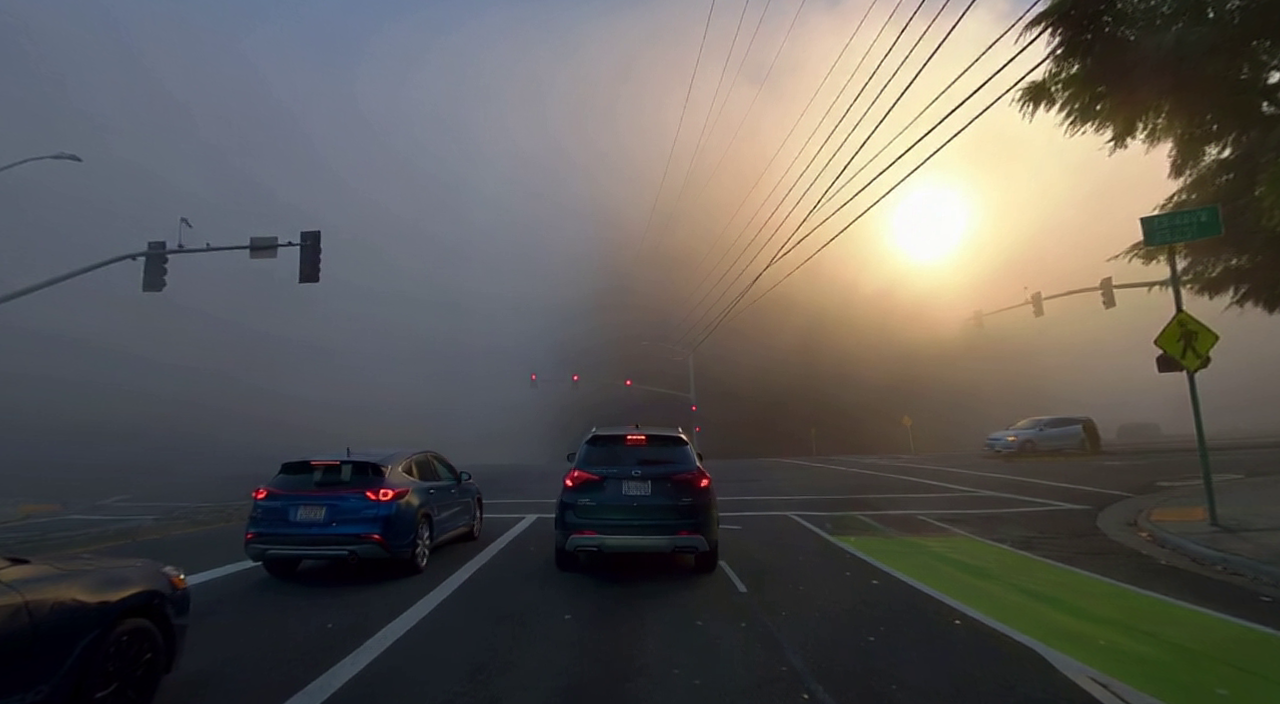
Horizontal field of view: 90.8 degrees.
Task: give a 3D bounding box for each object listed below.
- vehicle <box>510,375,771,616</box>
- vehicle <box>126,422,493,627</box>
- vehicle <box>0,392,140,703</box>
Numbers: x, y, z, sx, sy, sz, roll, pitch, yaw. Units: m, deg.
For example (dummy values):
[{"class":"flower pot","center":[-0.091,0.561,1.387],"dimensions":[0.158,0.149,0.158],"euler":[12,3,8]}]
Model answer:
[{"class":"vehicle","center":[-0.030,1.561,7.642],"dimensions":[2.036,1.885,5.196],"euler":[0,-10,-1]},{"class":"vehicle","center":[-2.937,1.618,6.724],"dimensions":[1.726,1.506,3.840],"euler":[0,-10,1]},{"class":"vehicle","center":[-3.479,0.612,0.318],"dimensions":[2.138,1.488,5.327],"euler":[0,-8,0]}]
